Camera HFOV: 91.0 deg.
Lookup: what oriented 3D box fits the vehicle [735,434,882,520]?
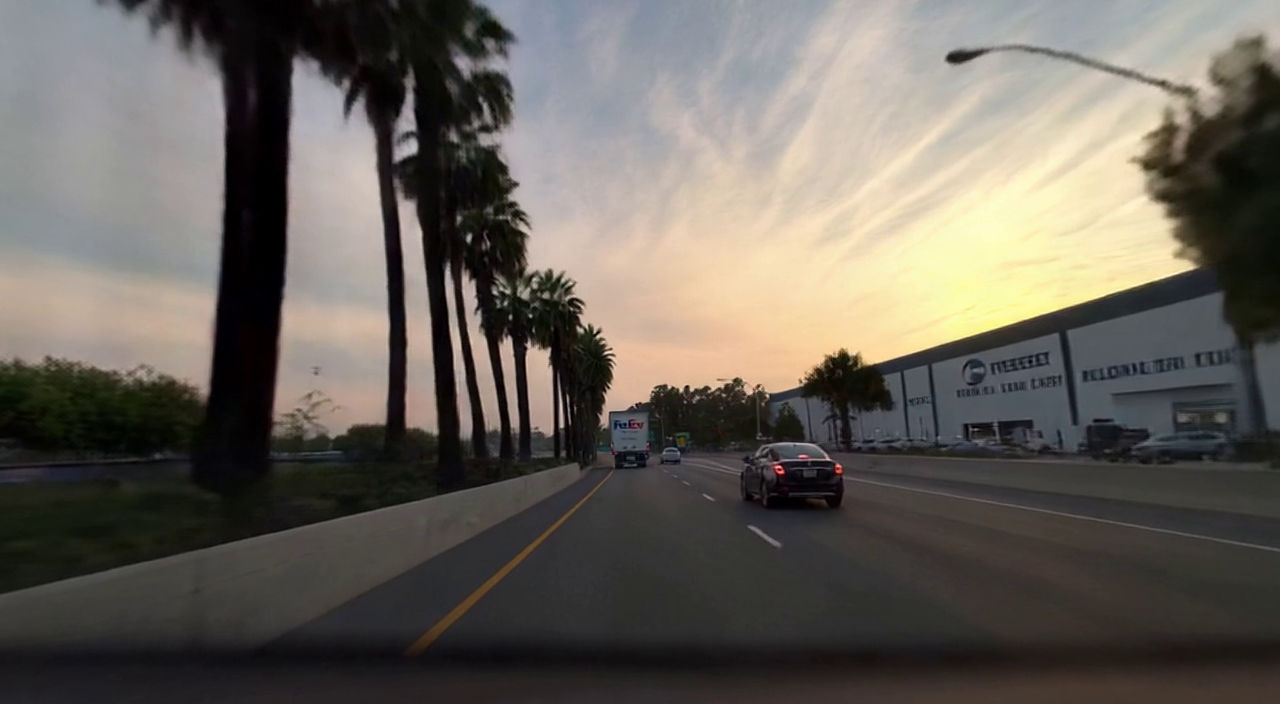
[{"bbox_3d":[3.457,2.648,13.847,1.966,1.558,4.238,0,-9,-1],"label":"vehicle"}]
